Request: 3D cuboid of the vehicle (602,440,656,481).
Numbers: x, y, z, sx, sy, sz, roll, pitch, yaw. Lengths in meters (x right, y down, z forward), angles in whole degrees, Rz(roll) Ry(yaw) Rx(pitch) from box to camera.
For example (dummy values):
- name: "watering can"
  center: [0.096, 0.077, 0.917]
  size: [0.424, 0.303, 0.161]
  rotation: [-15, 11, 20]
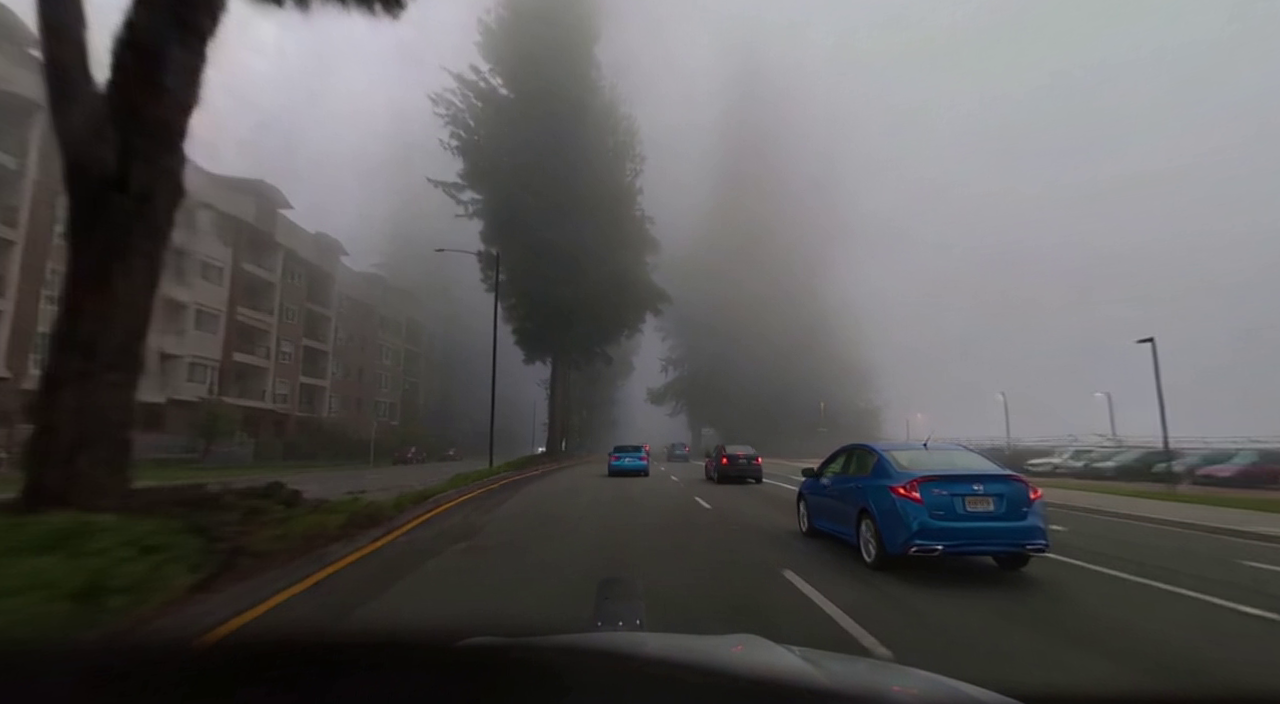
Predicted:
- name: "vehicle"
  center: [-0.415, 4.246, 24.993]
  size: [1.994, 1.479, 3.647]
  rotation: [0, -8, -1]

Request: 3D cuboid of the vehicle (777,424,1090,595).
- name: "vehicle"
  center: [3.050, 1.696, 7.619]
  size: [1.852, 1.498, 3.825]
  rotation: [0, -9, -1]

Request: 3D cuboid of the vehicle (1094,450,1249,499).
- name: "vehicle"
  center: [17.293, 3.922, 20.554]
  size: [4.357, 1.411, 2.067]
  rotation: [4, -9, -25]

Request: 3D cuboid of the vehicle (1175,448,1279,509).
- name: "vehicle"
  center: [17.407, 3.454, 17.683]
  size: [4.423, 1.497, 1.965]
  rotation: [4, -10, -26]

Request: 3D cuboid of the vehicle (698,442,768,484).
- name: "vehicle"
  center: [3.415, 4.158, 23.996]
  size: [1.908, 1.453, 4.230]
  rotation: [0, -9, -1]
